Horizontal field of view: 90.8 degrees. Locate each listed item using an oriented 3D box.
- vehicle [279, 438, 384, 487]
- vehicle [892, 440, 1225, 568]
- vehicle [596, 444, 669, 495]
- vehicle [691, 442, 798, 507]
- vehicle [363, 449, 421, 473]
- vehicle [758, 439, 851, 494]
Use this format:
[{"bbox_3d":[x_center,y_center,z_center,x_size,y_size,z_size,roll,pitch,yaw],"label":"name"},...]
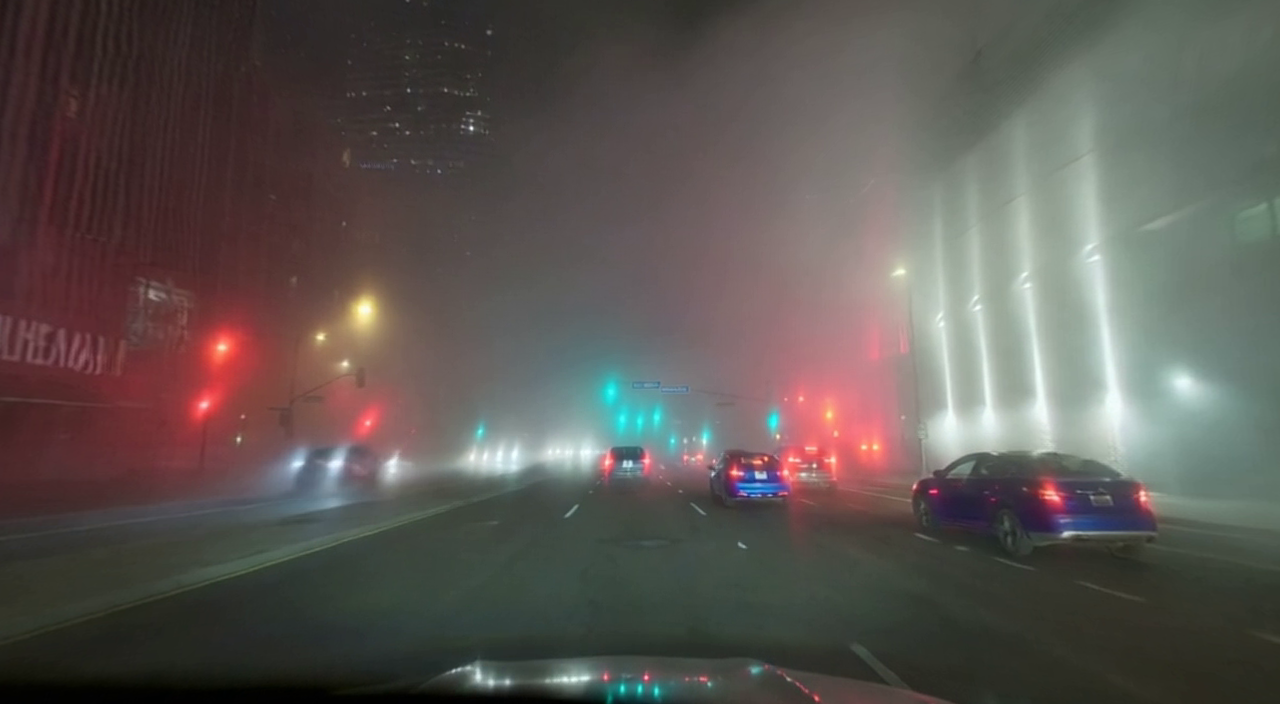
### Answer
[{"bbox_3d":[-12.416,4.468,25.860,1.861,1.780,4.814,0,-9,0],"label":"vehicle"},{"bbox_3d":[5.930,2.160,9.889,1.914,1.484,4.639,0,-9,-2],"label":"vehicle"},{"bbox_3d":[-0.284,3.721,20.399,2.096,1.457,4.160,0,-9,-2],"label":"vehicle"},{"bbox_3d":[2.616,3.201,16.988,1.987,1.484,4.427,0,-9,-2],"label":"vehicle"},{"bbox_3d":[-16.034,7.031,41.035,2.017,1.460,4.556,0,-9,-2],"label":"vehicle"},{"bbox_3d":[5.831,4.097,23.023,2.015,1.745,4.444,0,-9,-2],"label":"vehicle"}]
